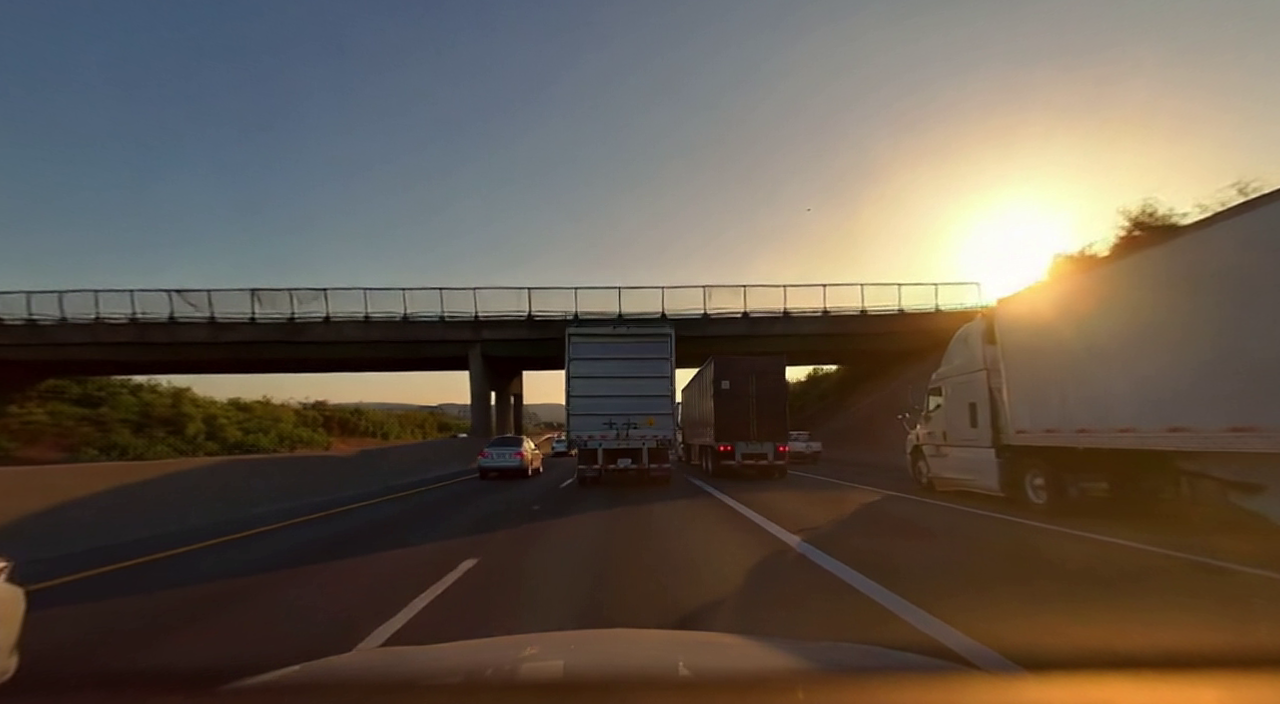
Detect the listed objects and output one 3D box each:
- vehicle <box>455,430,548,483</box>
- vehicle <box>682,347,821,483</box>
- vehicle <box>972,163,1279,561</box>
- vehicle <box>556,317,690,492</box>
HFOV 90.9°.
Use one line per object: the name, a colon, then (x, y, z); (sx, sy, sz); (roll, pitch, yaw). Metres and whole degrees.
vehicle: (-4.199, 3.214, 19.707); (2.049, 1.483, 3.786); (0, -8, 0)
vehicle: (3.546, 2.551, 23.735); (2.817, 3.886, 11.491); (0, -8, -2)
vehicle: (8.187, 0.000, 5.792); (3.000, 4.114, 13.063); (0, -8, -1)
vehicle: (-0.604, 1.911, 20.045); (3.090, 4.065, 10.702); (0, -8, -2)
